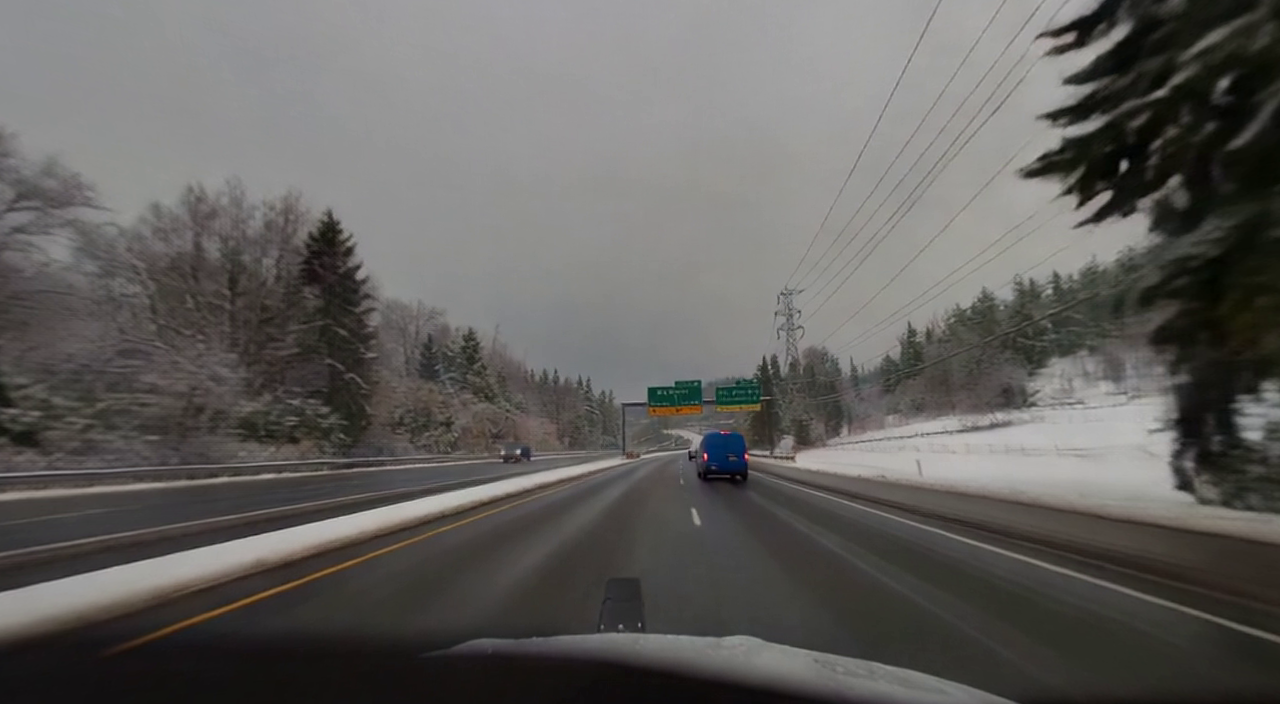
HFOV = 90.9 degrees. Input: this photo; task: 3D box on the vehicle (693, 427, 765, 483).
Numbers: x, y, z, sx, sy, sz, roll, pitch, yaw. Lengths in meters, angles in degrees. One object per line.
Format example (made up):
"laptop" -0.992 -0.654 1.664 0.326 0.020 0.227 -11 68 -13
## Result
"vehicle" 3.397 4.087 25.172 2.261 1.969 5.104 0 -9 1
